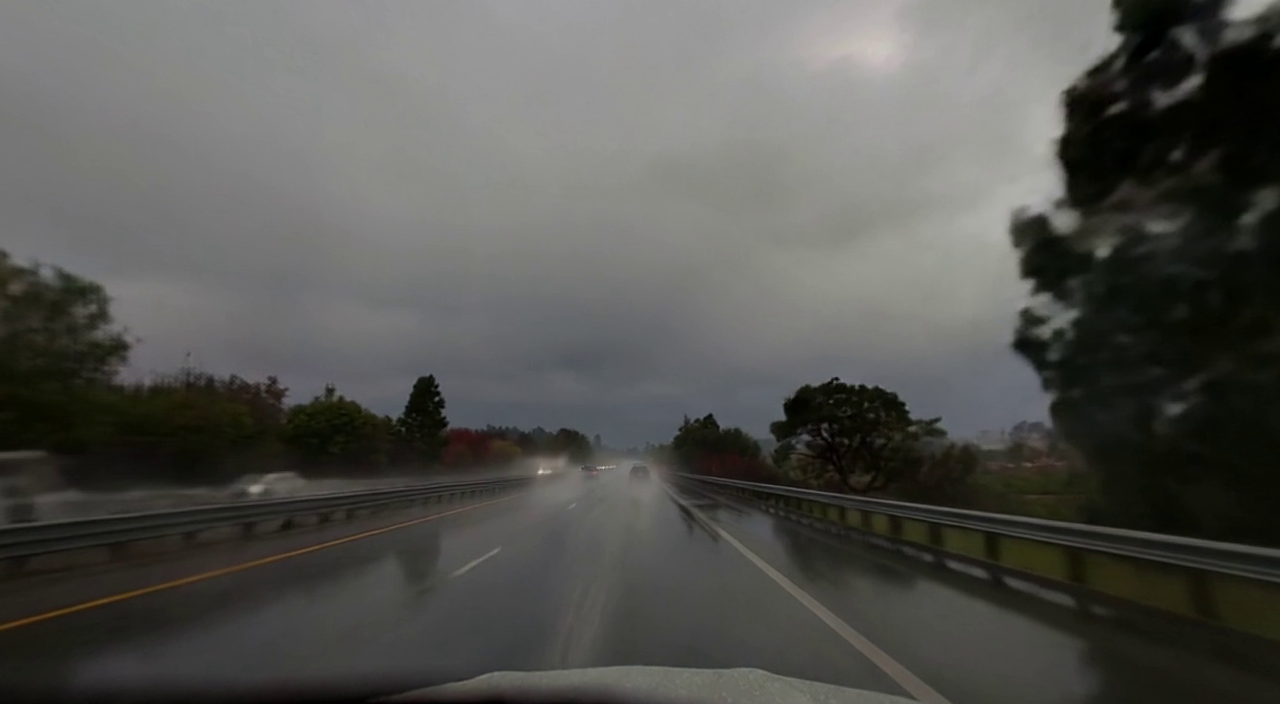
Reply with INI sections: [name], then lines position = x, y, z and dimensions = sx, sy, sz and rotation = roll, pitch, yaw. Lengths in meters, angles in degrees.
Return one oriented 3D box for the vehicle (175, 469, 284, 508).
[vehicle]
position = -16.948, 5.623, 26.270
dimensions = 1.822, 1.430, 4.051
rotation = 1, -10, -1
